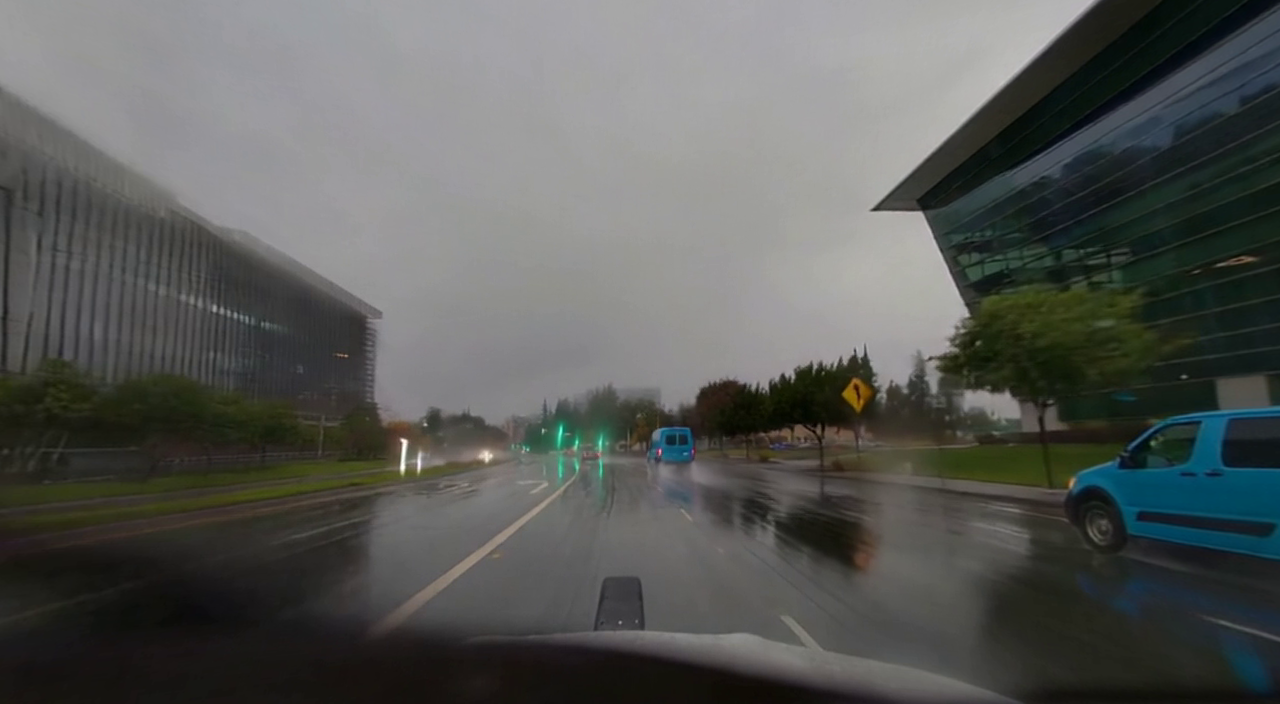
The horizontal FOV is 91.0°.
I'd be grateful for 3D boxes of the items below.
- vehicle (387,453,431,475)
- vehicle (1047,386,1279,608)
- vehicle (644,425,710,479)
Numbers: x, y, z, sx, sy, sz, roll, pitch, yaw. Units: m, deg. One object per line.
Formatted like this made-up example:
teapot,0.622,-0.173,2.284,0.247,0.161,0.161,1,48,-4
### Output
vehicle,-16.947,8.190,46.384,1.893,1.447,4.581,1,-9,-6
vehicle,6.004,1.196,5.351,1.992,1.726,4.434,0,-8,-2
vehicle,1.596,4.597,29.182,2.339,2.244,4.817,1,-9,-5
